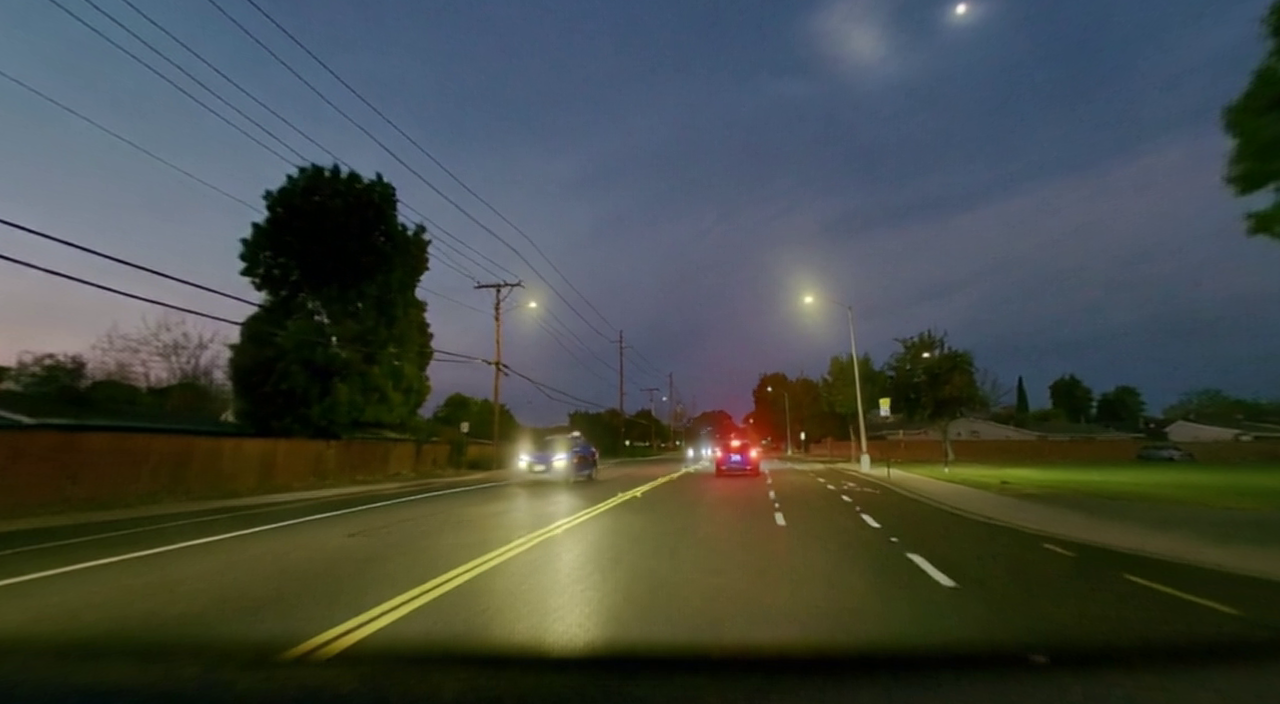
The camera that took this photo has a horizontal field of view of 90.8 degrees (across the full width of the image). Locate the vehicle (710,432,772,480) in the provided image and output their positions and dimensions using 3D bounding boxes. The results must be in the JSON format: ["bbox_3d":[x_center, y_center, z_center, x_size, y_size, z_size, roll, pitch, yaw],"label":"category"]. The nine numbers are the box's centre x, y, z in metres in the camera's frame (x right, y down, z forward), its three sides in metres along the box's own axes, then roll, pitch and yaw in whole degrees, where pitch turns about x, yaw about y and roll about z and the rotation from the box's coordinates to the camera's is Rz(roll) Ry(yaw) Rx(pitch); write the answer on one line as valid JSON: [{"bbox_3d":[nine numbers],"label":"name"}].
[{"bbox_3d":[3.905,3.989,24.533,2.139,1.699,3.916,-1,-8,9],"label":"vehicle"}]

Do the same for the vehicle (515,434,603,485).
[{"bbox_3d":[-2.829,3.899,23.301,2.226,1.664,4.342,-1,-8,6],"label":"vehicle"}]
